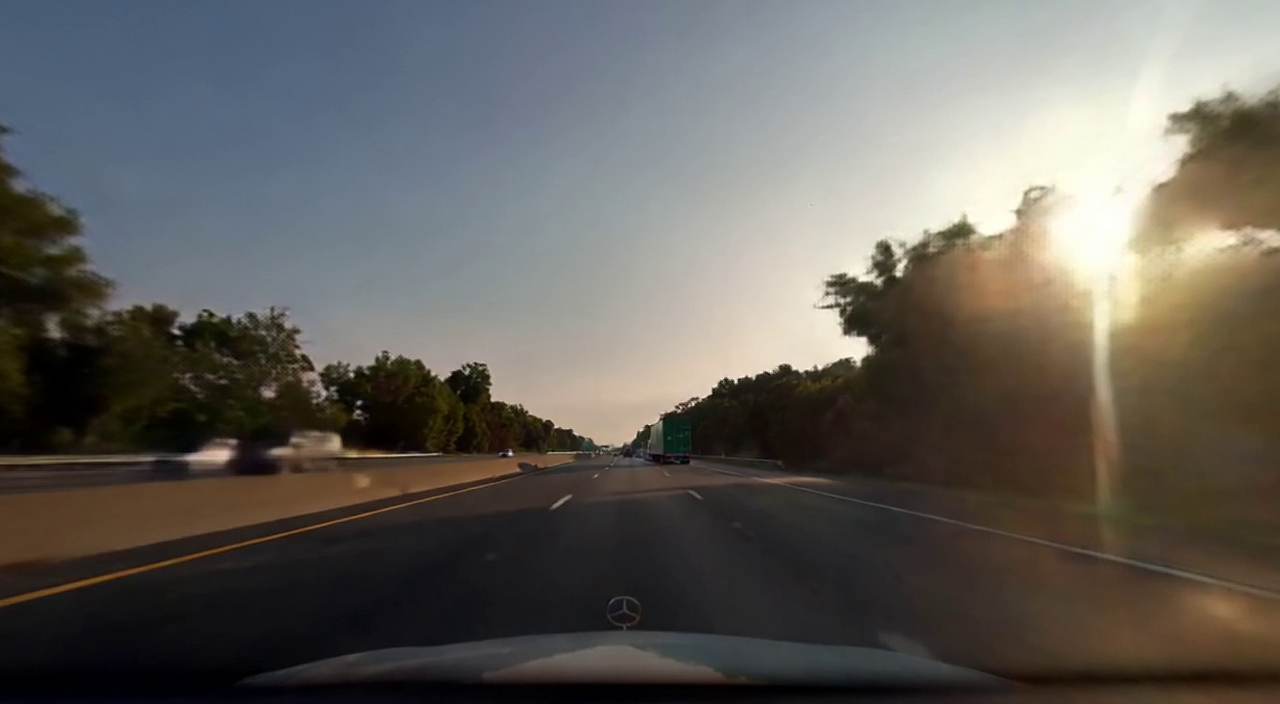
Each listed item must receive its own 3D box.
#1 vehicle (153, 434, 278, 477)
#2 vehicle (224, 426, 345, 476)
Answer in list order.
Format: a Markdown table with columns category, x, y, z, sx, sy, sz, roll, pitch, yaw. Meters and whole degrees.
| category | x | y | z | sx | sy | sz | roll | pitch | yaw |
| --- | --- | --- | --- | --- | --- | --- | --- | --- | --- |
| vehicle | -16.314 | 3.999 | 24.529 | 1.954 | 1.495 | 4.177 | 0 | -9 | -1 |
| vehicle | -12.525 | 3.541 | 22.580 | 1.927 | 1.632 | 4.163 | 0 | -9 | -1 |
